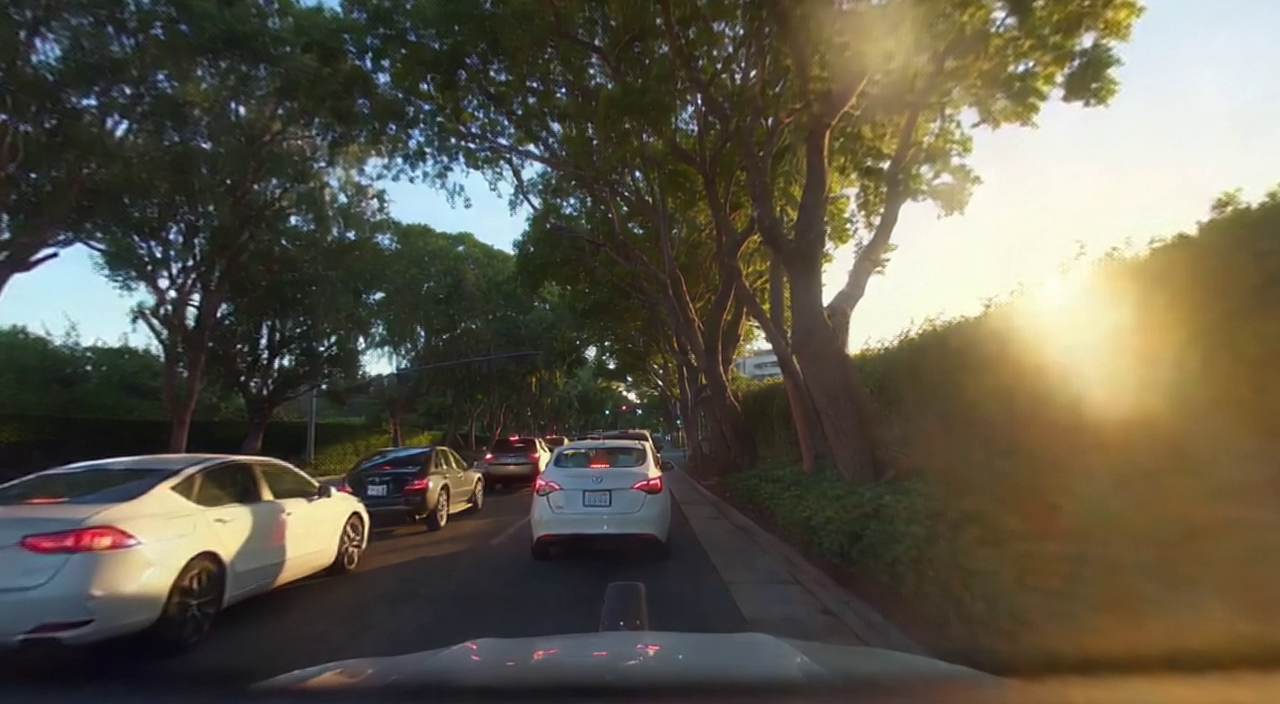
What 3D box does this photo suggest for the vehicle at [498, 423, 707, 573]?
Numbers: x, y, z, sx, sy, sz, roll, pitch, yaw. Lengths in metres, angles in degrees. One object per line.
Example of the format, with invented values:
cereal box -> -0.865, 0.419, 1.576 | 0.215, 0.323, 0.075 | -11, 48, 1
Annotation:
vehicle -> -0.412, 1.794, 8.561 | 2.127, 1.517, 4.090 | 0, -8, -1

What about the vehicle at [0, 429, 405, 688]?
vehicle -> -3.817, 1.449, 5.631 | 1.784, 1.408, 4.141 | 0, -8, 1

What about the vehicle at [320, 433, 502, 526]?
vehicle -> -4.256, 2.427, 12.629 | 1.898, 1.503, 4.453 | 0, -8, 1
